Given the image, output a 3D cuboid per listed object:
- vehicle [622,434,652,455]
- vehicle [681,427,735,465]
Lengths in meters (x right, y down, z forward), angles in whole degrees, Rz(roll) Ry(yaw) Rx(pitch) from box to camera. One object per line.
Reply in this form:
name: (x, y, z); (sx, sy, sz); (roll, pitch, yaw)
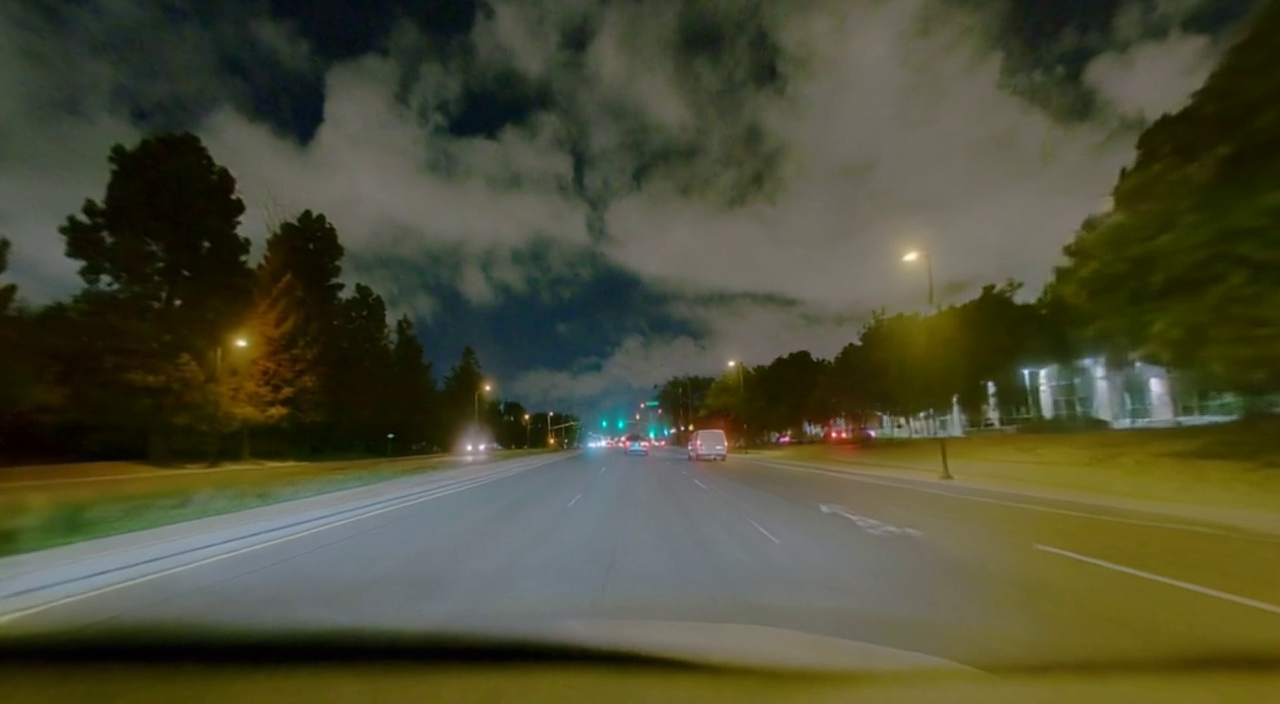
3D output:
vehicle: (-0.250, 6.691, 45.518); (2.039, 1.455, 3.826); (0, -8, -1)
vehicle: (3.387, 4.807, 32.292); (2.181, 1.781, 4.257); (0, -8, -1)
